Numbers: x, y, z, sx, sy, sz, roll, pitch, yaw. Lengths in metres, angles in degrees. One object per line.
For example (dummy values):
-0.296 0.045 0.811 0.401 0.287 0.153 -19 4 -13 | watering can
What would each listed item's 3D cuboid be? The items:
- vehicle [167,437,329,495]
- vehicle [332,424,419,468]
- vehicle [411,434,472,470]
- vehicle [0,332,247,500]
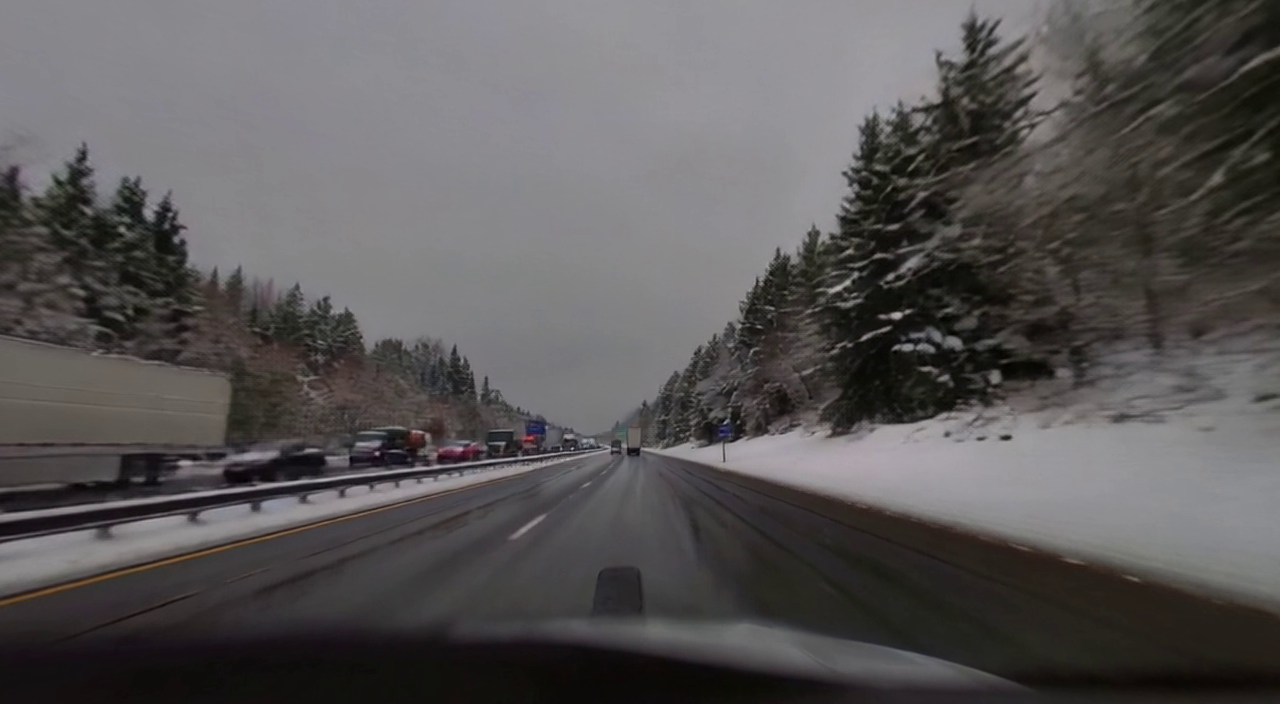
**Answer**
-12.516 3.678 20.666 1.919 1.636 5.221 0 -9 0 | vehicle
-16.991 6.162 41.113 2.499 2.572 7.618 1 -9 -2 | vehicle
-12.337 6.237 39.503 2.164 2.078 4.841 0 -9 0 | vehicle
-17.381 2.015 18.265 3.303 4.066 13.558 0 -9 0 | vehicle
